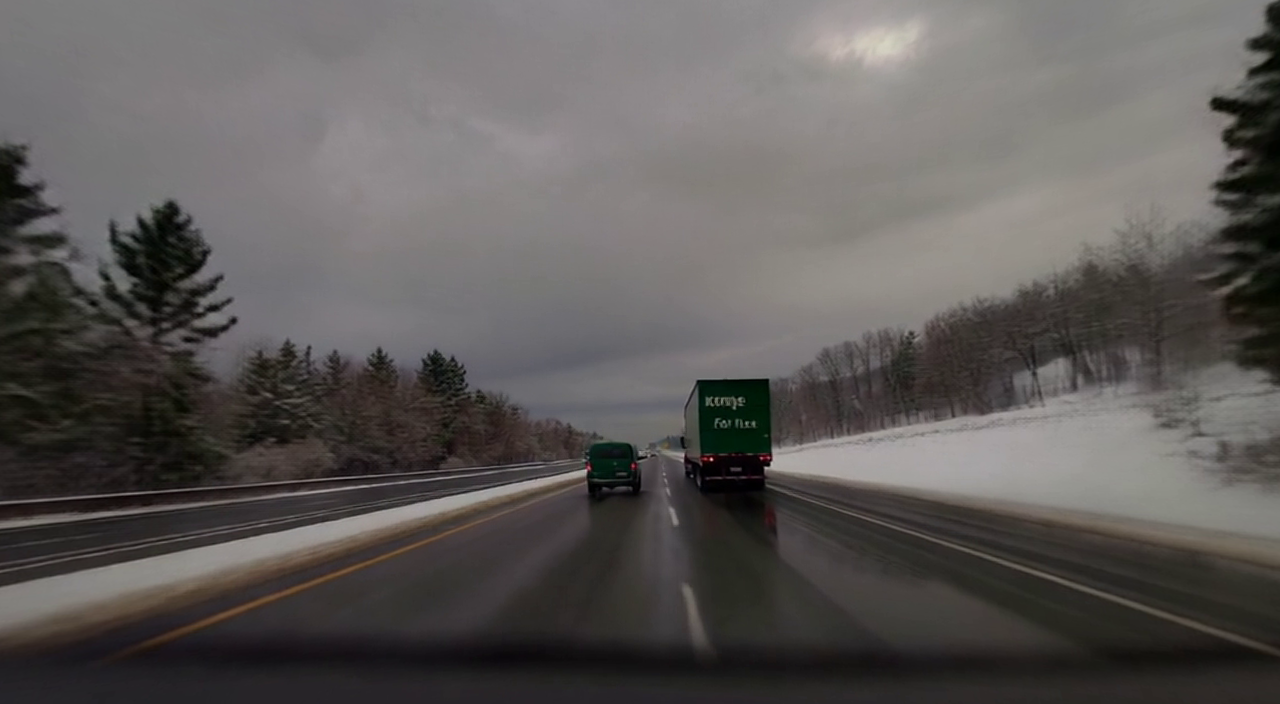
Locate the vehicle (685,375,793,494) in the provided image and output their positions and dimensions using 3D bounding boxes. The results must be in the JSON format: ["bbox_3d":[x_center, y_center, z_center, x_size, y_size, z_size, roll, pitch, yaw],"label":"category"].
[{"bbox_3d":[3.767,3.749,27.613,3.030,3.985,12.707,0,-9,2],"label":"vehicle"}]

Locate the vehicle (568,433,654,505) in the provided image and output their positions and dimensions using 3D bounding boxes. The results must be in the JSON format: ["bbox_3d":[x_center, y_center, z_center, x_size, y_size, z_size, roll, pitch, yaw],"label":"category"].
[{"bbox_3d":[-0.710,3.385,18.581,2.105,1.865,4.102,-1,-9,3],"label":"vehicle"}]
